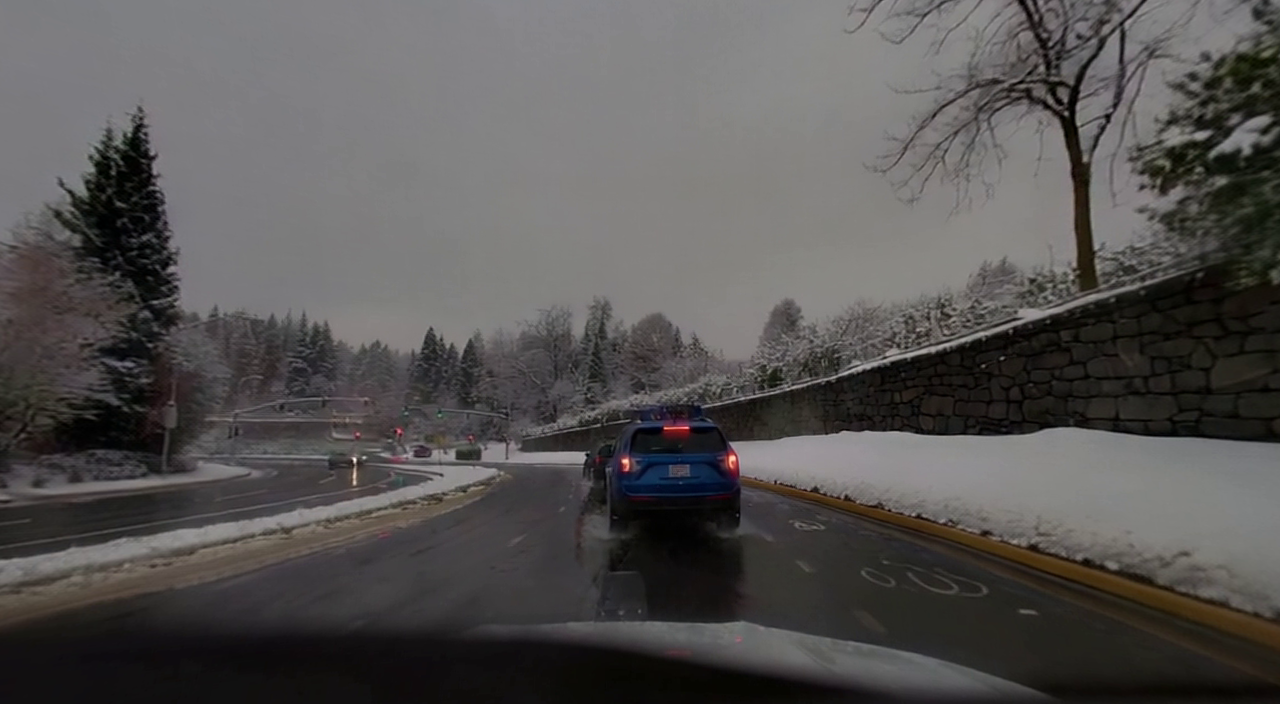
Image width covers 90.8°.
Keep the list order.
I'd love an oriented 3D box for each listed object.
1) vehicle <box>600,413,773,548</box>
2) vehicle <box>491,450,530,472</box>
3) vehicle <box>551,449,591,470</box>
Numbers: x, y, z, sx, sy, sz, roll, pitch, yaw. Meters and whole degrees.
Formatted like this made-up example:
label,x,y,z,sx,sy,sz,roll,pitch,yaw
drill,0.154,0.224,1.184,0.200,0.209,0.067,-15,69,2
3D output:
label,x,y,z,sx,sy,sz,roll,pitch,yaw
vehicle,0.538,2.027,10.548,2.287,1.762,4.269,0,-9,-2
vehicle,-9.542,7.899,46.142,2.023,1.474,4.286,4,-9,-21
vehicle,-5.324,8.136,48.228,1.932,1.488,4.578,3,-9,-20
